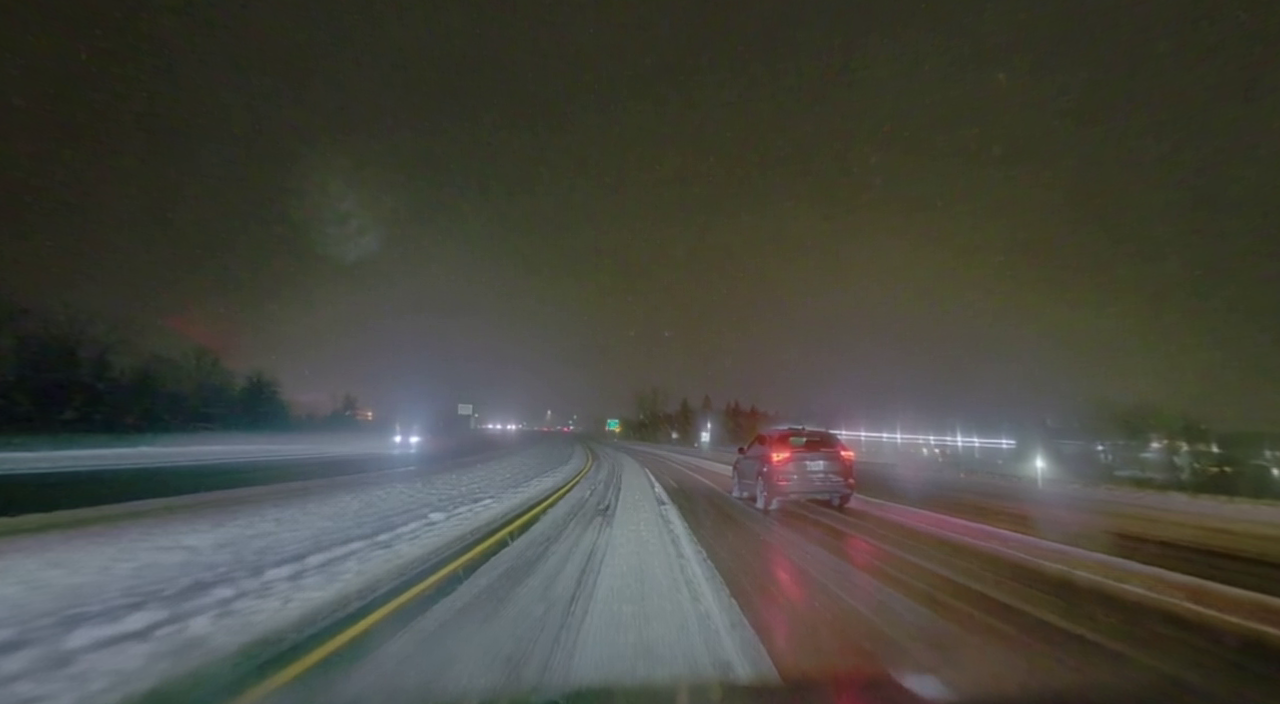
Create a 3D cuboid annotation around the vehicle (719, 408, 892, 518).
[{"bbox_3d":[2.894,2.065,12.179,2.059,1.715,4.192,0,-8,-2],"label":"vehicle"}]
